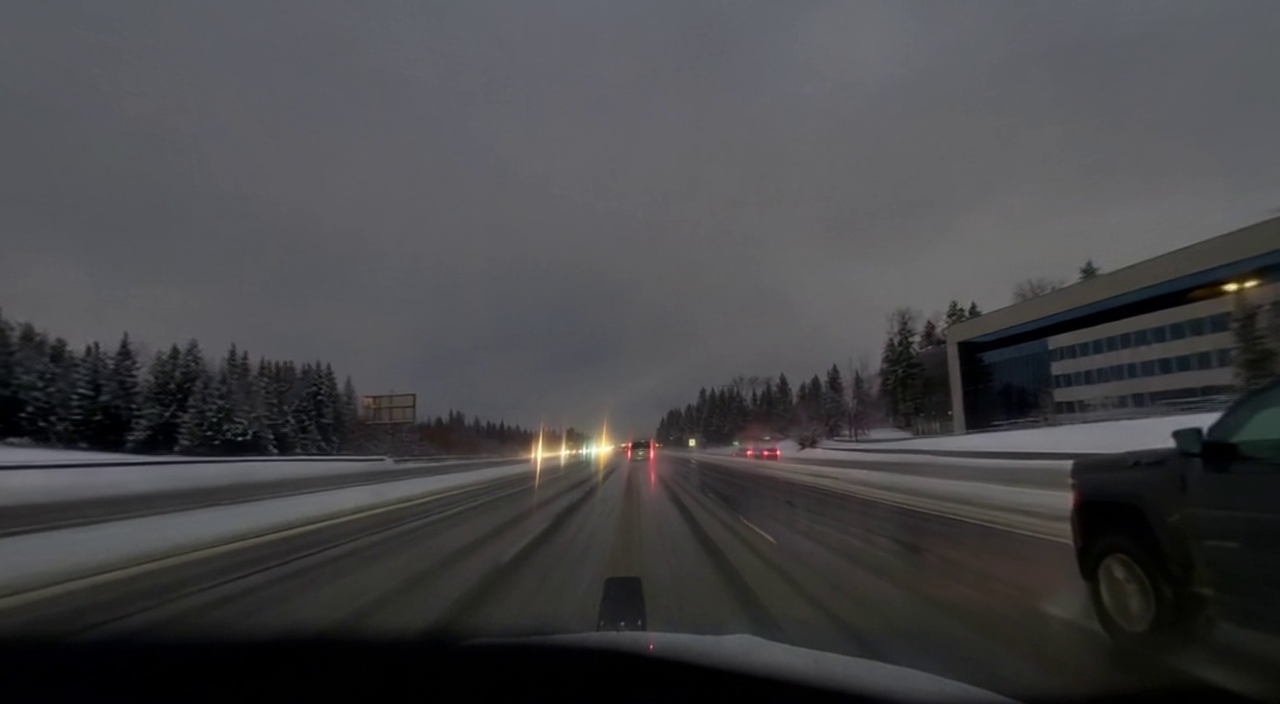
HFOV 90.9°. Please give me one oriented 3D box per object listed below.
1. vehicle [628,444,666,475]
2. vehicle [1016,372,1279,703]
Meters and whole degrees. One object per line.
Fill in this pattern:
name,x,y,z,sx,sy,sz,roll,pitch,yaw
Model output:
vehicle,0.375,6.028,35.589,2.015,1.639,4.086,0,-9,1
vehicle,3.822,0.788,2.097,2.008,1.595,5.082,0,-9,0
